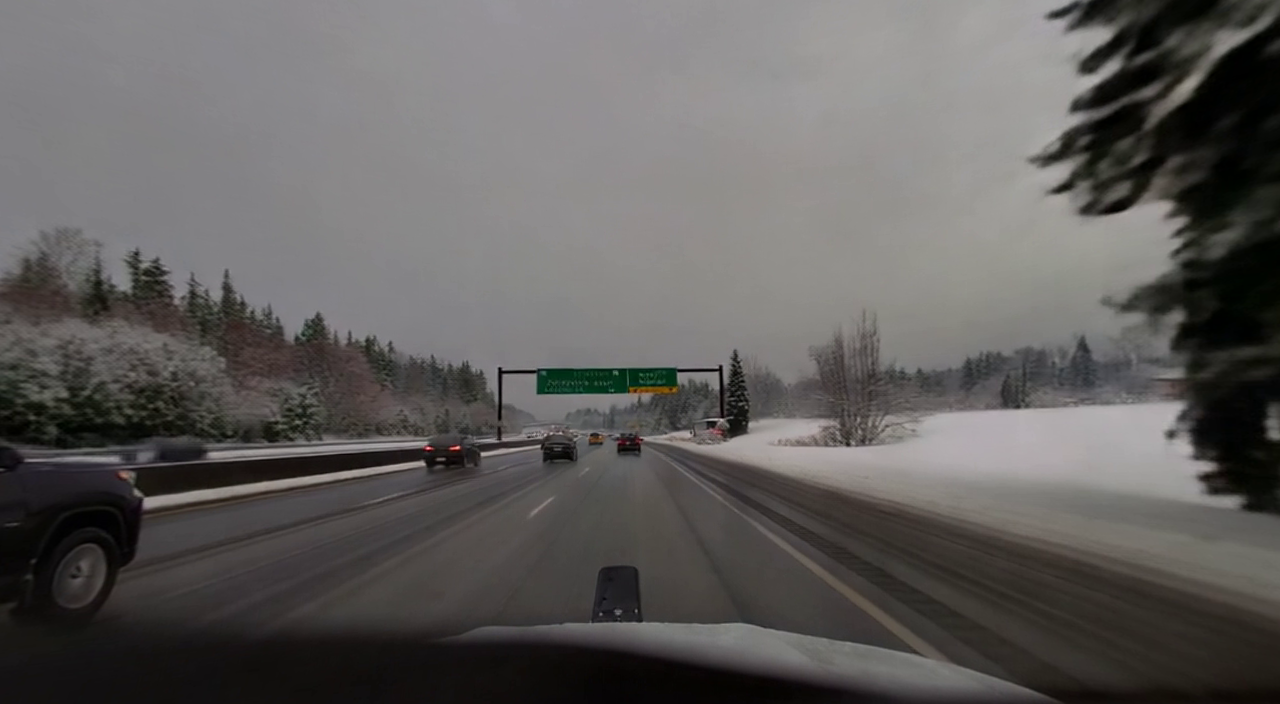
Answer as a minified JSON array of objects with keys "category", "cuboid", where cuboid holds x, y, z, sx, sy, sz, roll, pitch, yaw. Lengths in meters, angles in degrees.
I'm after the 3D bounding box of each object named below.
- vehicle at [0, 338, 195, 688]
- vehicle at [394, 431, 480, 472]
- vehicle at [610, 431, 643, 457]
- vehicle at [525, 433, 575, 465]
[{"category":"vehicle","cuboid":[-4.337,0.742,2.479,1.971,1.822,4.366,0,-8,-1]},{"category":"vehicle","cuboid":[-8.290,4.087,26.204,1.953,1.524,4.863,0,-8,0]},{"category":"vehicle","cuboid":[-0.839,5.888,40.397,2.002,1.611,3.778,0,-8,0]},{"category":"vehicle","cuboid":[-4.448,4.843,31.657,1.909,1.445,4.087,0,-7,0]}]
